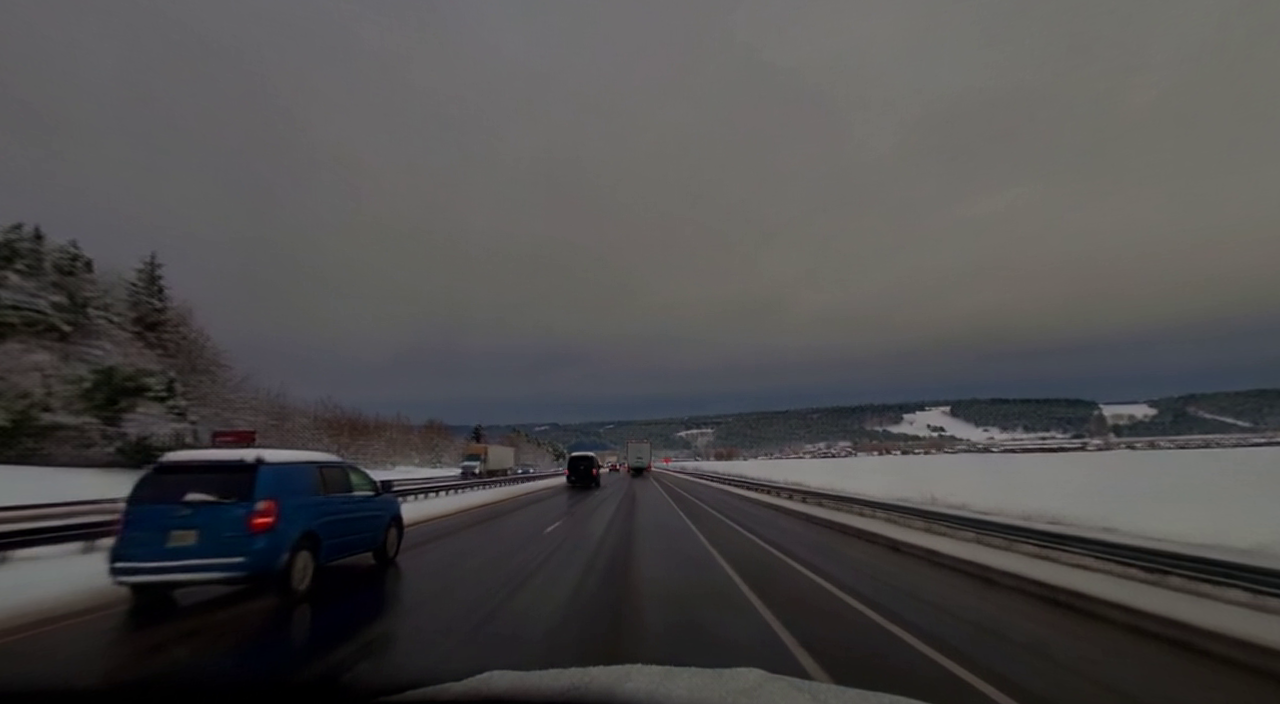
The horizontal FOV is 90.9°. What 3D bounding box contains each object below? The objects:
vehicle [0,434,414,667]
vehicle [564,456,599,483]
[{"bbox_3d":[-4.223,1.697,6.421,2.090,1.462,4.603,1,-10,0],"label":"vehicle"},{"bbox_3d":[-4.395,9.007,48.378,2.208,1.973,4.716,1,-10,0],"label":"vehicle"}]
